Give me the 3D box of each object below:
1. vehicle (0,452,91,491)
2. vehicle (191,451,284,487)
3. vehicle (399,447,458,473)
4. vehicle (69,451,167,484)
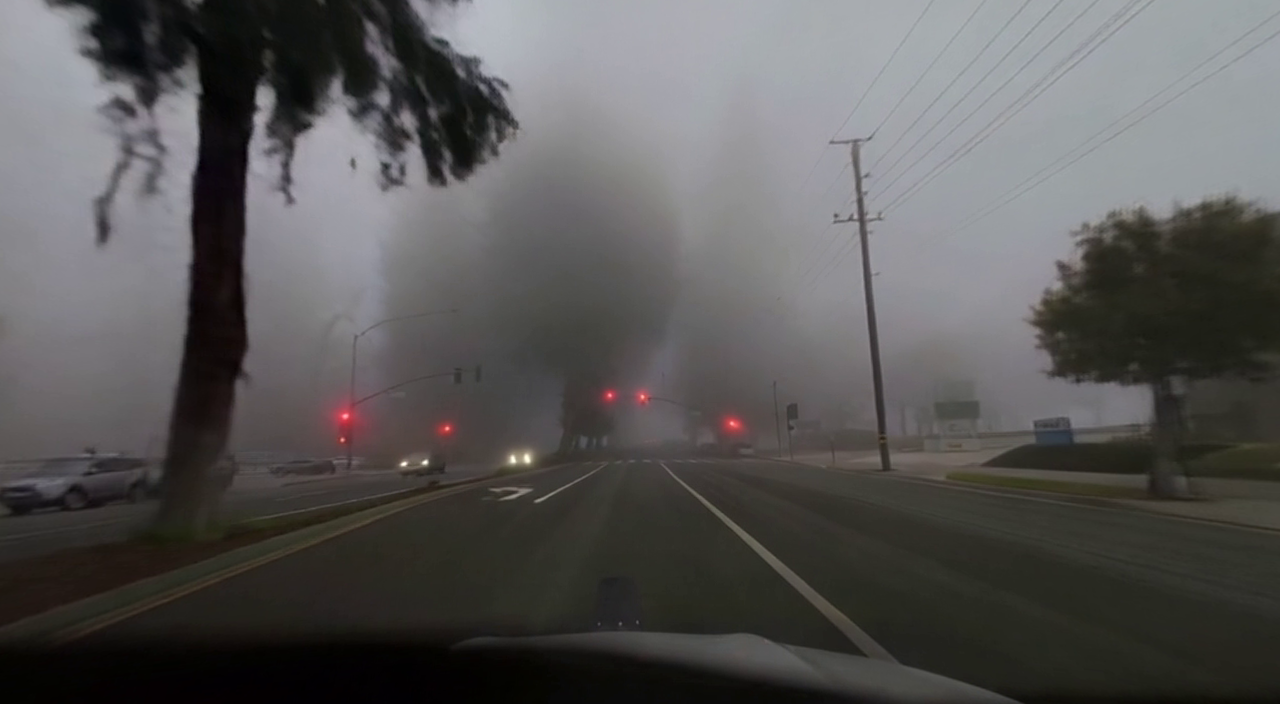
[{"bbox_3d":[-26.614,5.108,27.327,1.775,1.479,4.572,0,-9,-3],"label":"vehicle"},{"bbox_3d":[-19.561,5.682,30.917,1.851,1.584,4.035,0,-9,0],"label":"vehicle"},{"bbox_3d":[-12.875,6.579,38.776,2.034,1.447,4.484,0,-9,0],"label":"vehicle"},{"bbox_3d":[-26.692,5.889,32.493,1.788,1.538,3.788,0,-9,0],"label":"vehicle"}]
